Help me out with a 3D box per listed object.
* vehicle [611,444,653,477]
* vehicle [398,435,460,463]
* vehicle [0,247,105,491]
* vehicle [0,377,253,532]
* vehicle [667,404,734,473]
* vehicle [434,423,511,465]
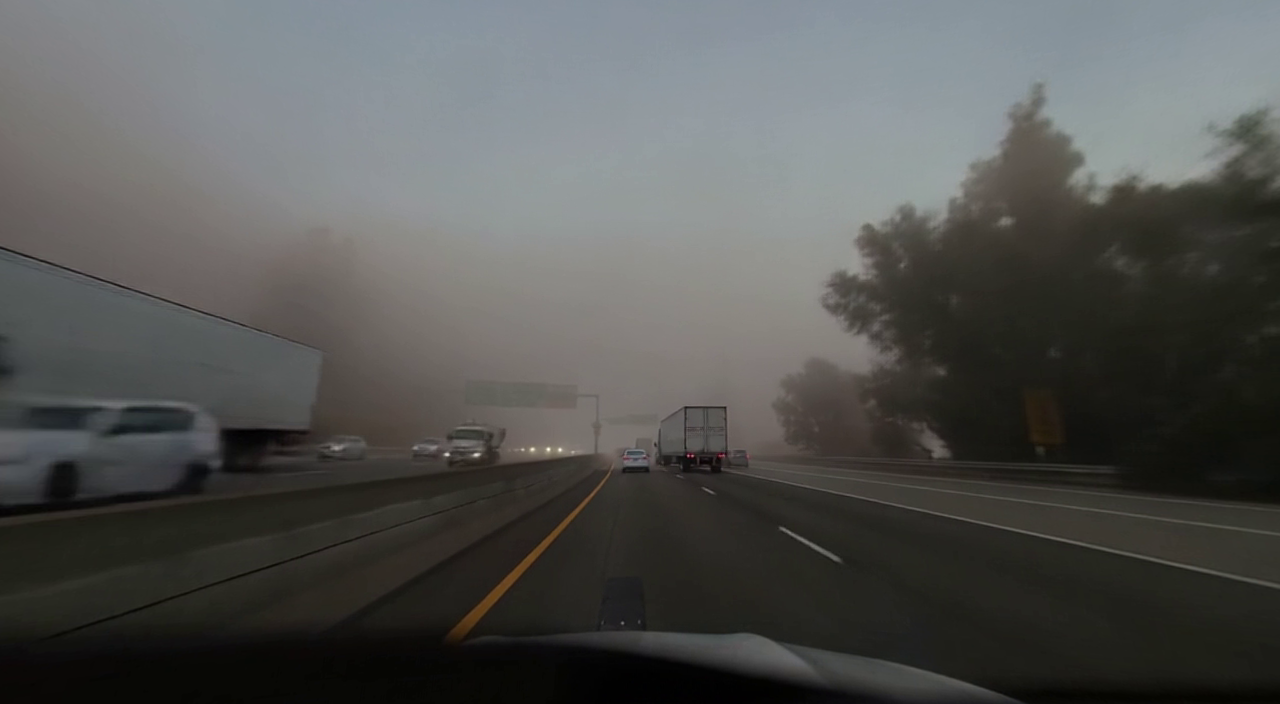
[{"bbox_3d":[-0.443,5.786,33.752,2.111,1.599,3.859,0,-9,-1],"label":"vehicle"},{"bbox_3d":[-11.844,5.488,35.689,1.979,1.491,4.502,0,-9,-1],"label":"vehicle"},{"bbox_3d":[-11.731,-0.257,6.622,2.937,3.843,10.296,0,-9,1],"label":"vehicle"},{"bbox_3d":[-7.212,1.190,7.353,1.993,1.486,5.318,0,-9,0],"label":"vehicle"},{"bbox_3d":[3.837,6.106,43.701,2.931,4.009,12.800,0,-9,-2],"label":"vehicle"},{"bbox_3d":[-7.576,4.279,29.103,2.099,1.725,5.303,0,-9,0],"label":"vehicle"}]
